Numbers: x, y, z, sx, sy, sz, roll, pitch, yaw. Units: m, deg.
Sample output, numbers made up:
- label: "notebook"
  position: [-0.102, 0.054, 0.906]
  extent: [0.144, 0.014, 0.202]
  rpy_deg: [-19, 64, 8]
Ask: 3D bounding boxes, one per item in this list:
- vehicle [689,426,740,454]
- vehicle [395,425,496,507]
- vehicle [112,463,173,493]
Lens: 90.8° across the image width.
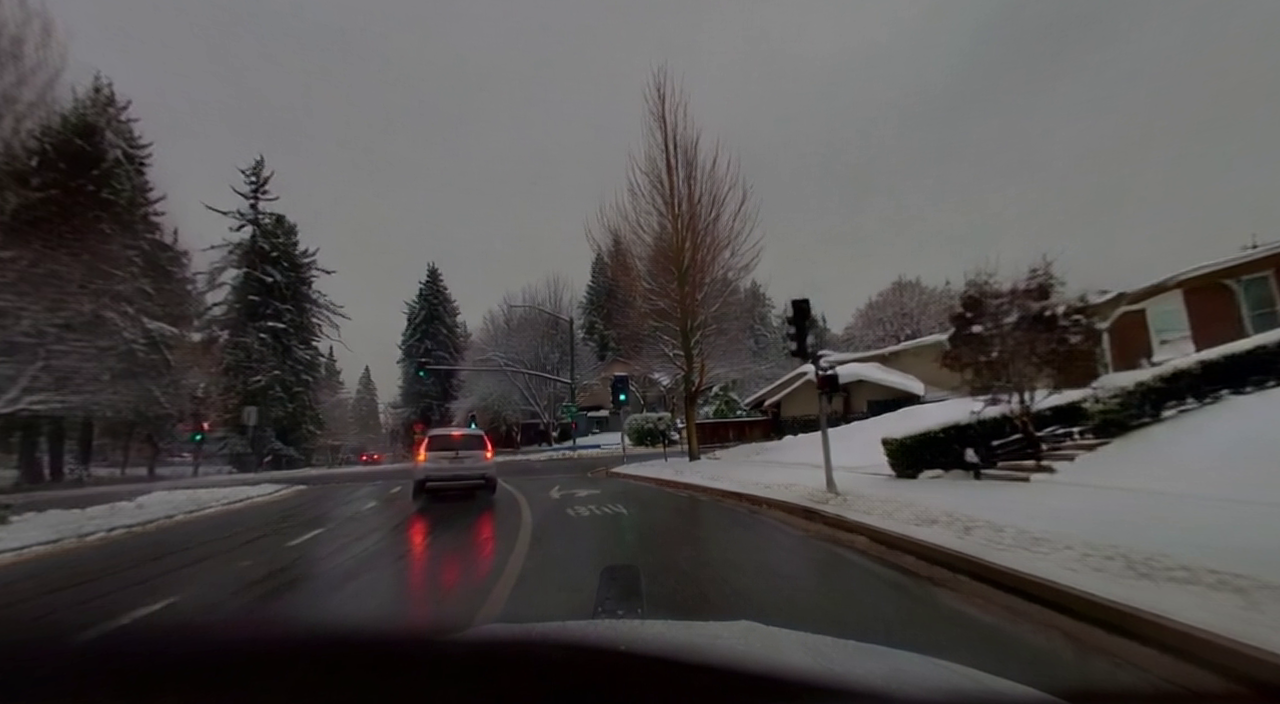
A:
- label: "vehicle"
  position: [4.201, 5.072, 36.353]
  extent: [1.911, 1.516, 4.251]
  rpy_deg: [1, -8, -8]
- label: "vehicle"
  position: [-4.676, 2.723, 15.534]
  extent: [1.990, 1.707, 4.225]
  rpy_deg: [2, -9, -15]
- label: "vehicle"
  position: [-31.625, 7.972, 40.299]
  extent: [1.943, 1.677, 4.176]
  rpy_deg: [4, -9, -23]
